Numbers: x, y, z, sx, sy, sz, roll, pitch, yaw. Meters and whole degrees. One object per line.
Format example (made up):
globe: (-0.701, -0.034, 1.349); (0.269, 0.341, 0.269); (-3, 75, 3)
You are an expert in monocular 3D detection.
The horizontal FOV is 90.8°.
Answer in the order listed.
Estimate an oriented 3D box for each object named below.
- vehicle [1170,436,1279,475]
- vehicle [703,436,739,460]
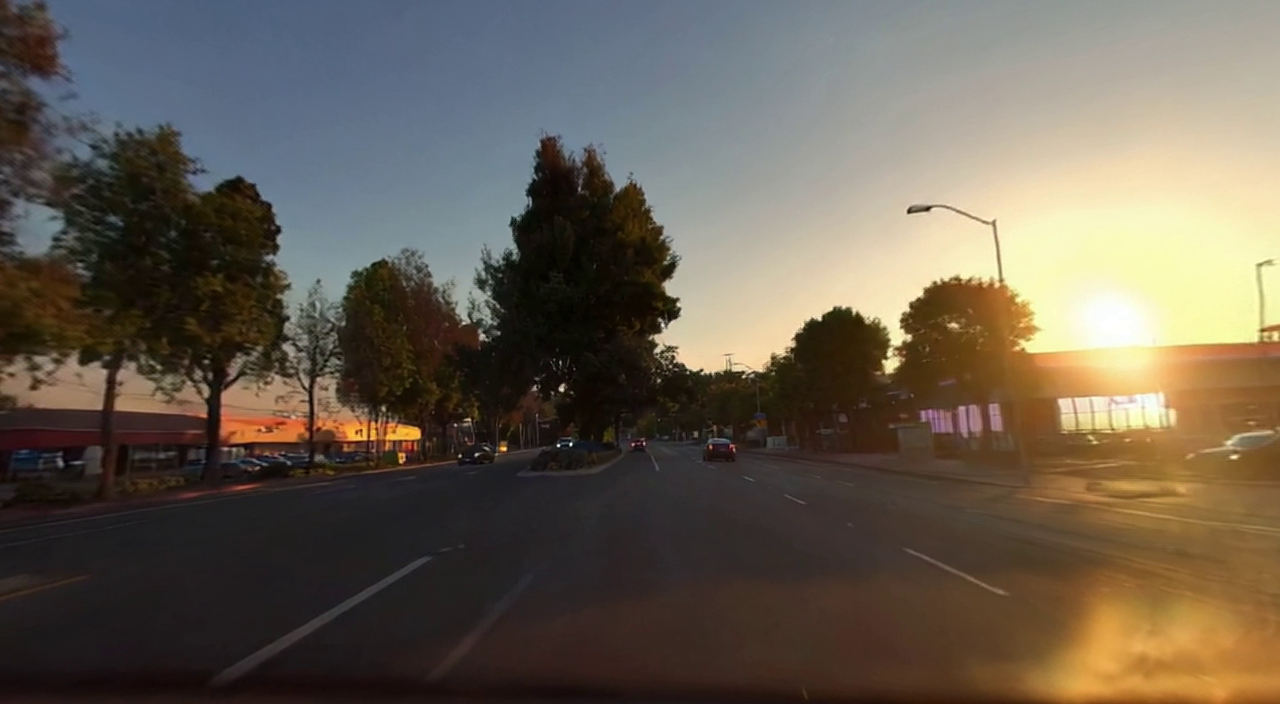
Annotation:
vehicle: (23.941, 3.999, 24.475); (1.886, 1.438, 4.742); (5, -10, -32)
vehicle: (5.752, 6.868, 45.241); (1.957, 1.643, 4.226); (0, -8, -1)
